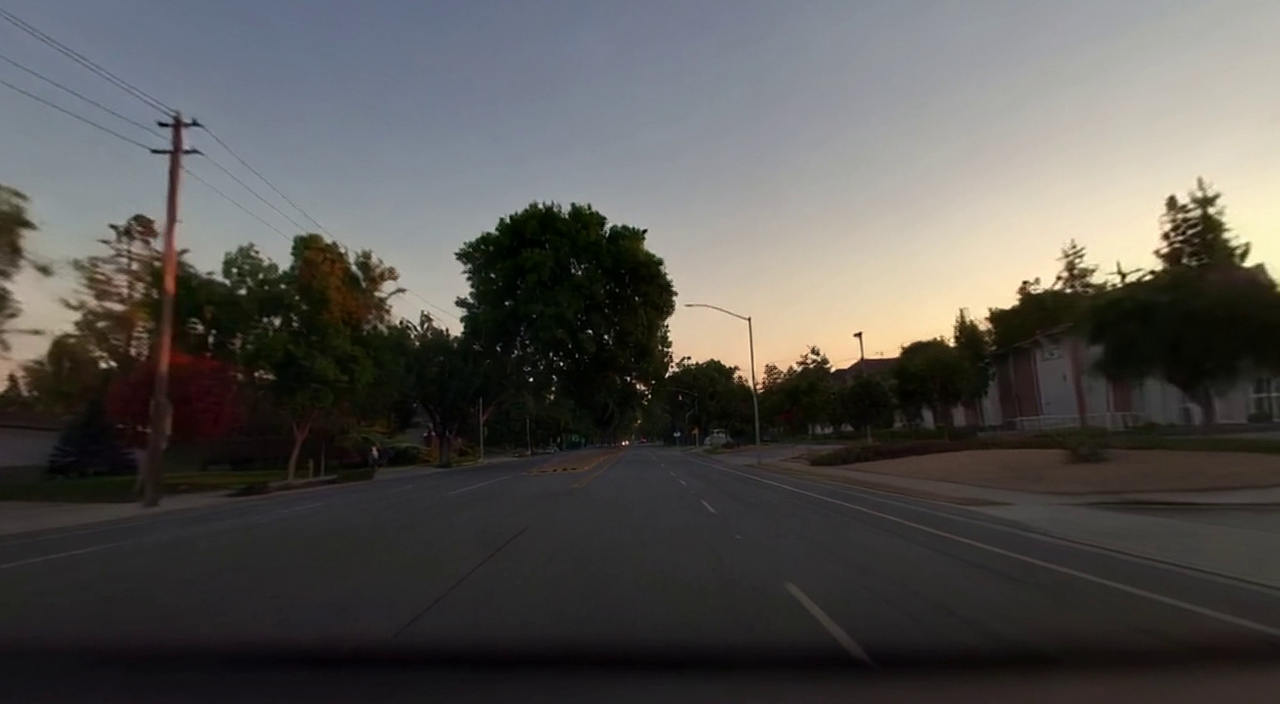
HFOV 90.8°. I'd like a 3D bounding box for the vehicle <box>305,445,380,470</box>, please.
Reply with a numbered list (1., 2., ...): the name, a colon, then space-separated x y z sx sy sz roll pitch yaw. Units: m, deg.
1. vehicle: -23.166 8.236 49.291 4.794 1.869 2.060 -1 -9 4
